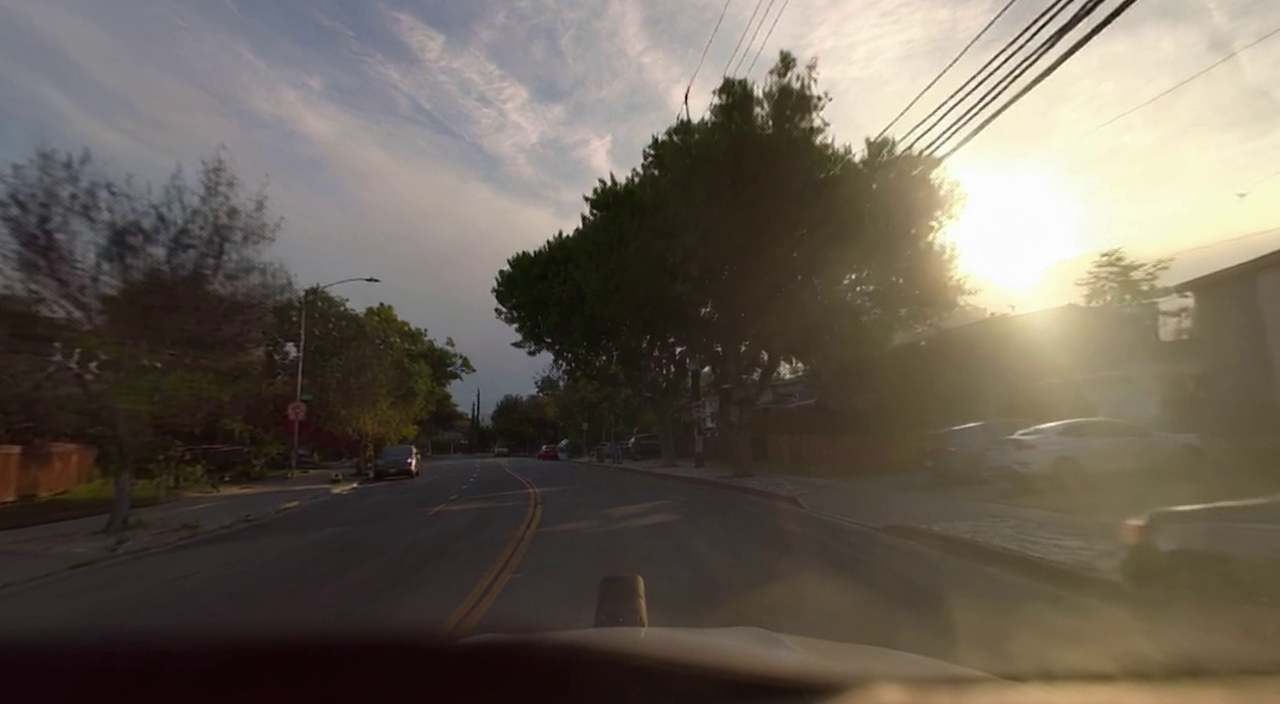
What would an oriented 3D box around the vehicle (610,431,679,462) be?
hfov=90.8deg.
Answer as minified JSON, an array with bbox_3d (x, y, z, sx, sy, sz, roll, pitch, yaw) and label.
[{"bbox_3d":[0.331,7.215,48.399,5.011,1.782,2.115,-5,-6,0],"label":"vehicle"}]

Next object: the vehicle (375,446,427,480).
[{"bbox_3d":[-11.455,5.312,30.552,1.902,1.434,4.313,1,-8,-15],"label":"vehicle"}]

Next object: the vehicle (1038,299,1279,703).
[{"bbox_3d":[3.797,0.642,1.698,2.214,1.962,4.733,0,-8,-2],"label":"vehicle"}]
